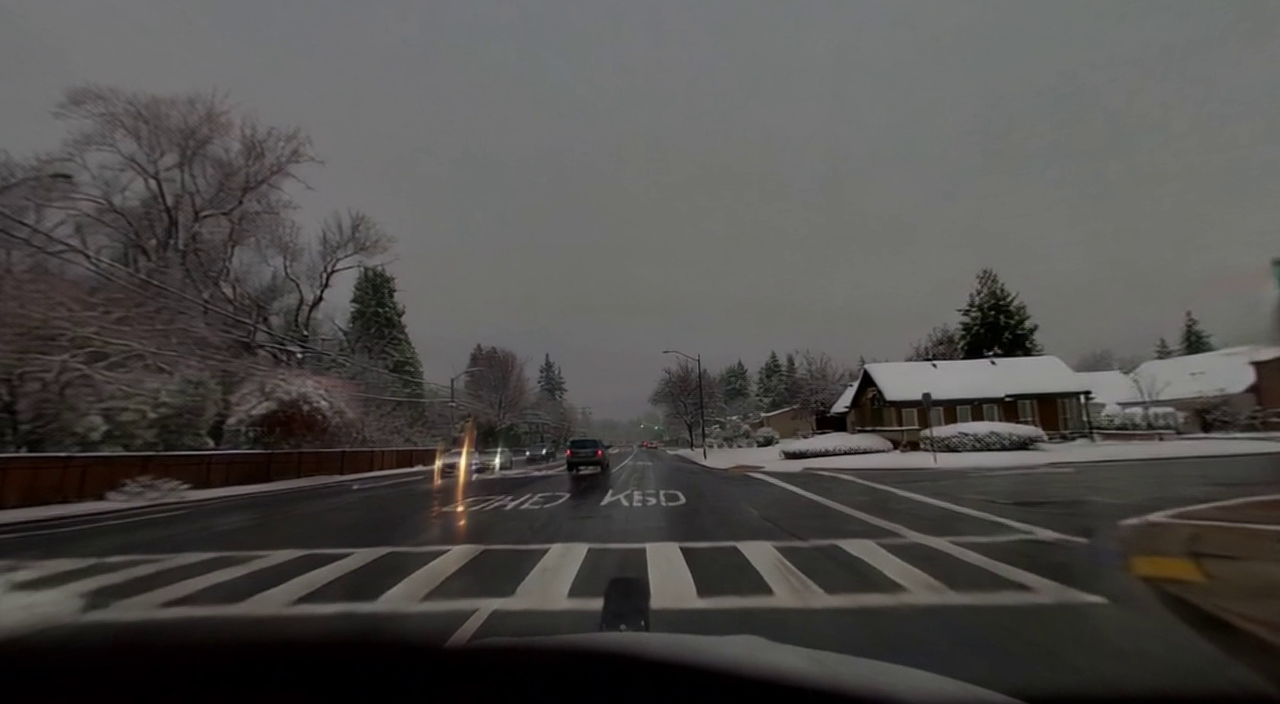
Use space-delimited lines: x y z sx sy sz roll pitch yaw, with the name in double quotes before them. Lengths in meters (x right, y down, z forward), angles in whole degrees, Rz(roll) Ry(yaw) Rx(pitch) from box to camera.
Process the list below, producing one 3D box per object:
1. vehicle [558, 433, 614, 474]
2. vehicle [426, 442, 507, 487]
"vehicle" -2.460 4.800 30.019 2.190 1.766 4.394 0 -8 1
"vehicle" -6.380 4.167 23.647 1.972 1.514 4.241 1 -8 -2
